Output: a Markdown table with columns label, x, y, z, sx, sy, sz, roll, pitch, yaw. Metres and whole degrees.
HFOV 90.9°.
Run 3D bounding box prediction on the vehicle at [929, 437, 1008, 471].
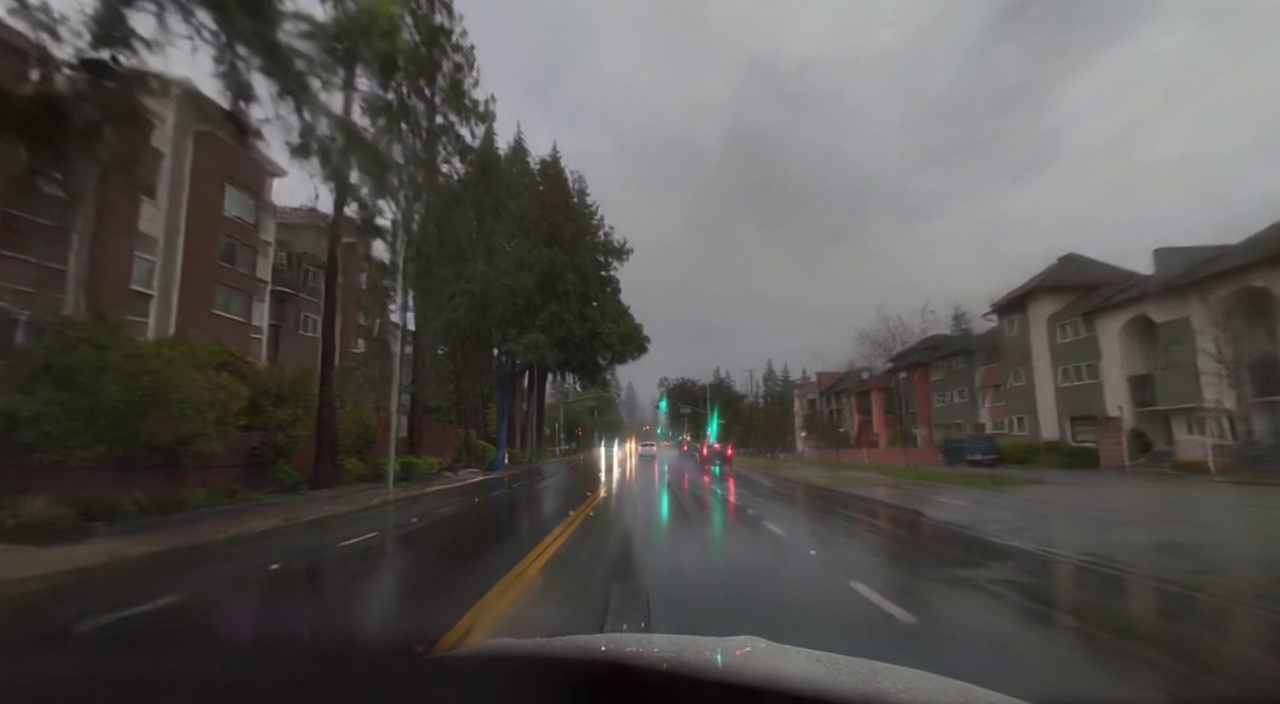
| label | x | y | z | sx | sy | sz | roll | pitch | yaw |
| --- | --- | --- | --- | --- | --- | --- | --- | --- | --- |
| vehicle | 18.030 | 5.618 | 34.779 | 1.831 | 1.778 | 3.787 | 1 | -9 | -9 |

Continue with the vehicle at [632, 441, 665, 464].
| label | x | y | z | sx | sy | sz | roll | pitch | yaw |
| --- | --- | --- | --- | --- | --- | --- | --- | --- | --- |
| vehicle | 0.547 | 6.761 | 42.552 | 2.097 | 1.463 | 4.043 | 0 | -9 | 0 |

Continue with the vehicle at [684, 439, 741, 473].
| label | x | y | z | sx | sy | sz | roll | pitch | yaw |
| --- | --- | --- | --- | --- | --- | --- | --- | --- | --- |
| vehicle | 3.365 | 4.964 | 30.366 | 2.078 | 1.488 | 4.741 | 0 | -9 | -1 |
